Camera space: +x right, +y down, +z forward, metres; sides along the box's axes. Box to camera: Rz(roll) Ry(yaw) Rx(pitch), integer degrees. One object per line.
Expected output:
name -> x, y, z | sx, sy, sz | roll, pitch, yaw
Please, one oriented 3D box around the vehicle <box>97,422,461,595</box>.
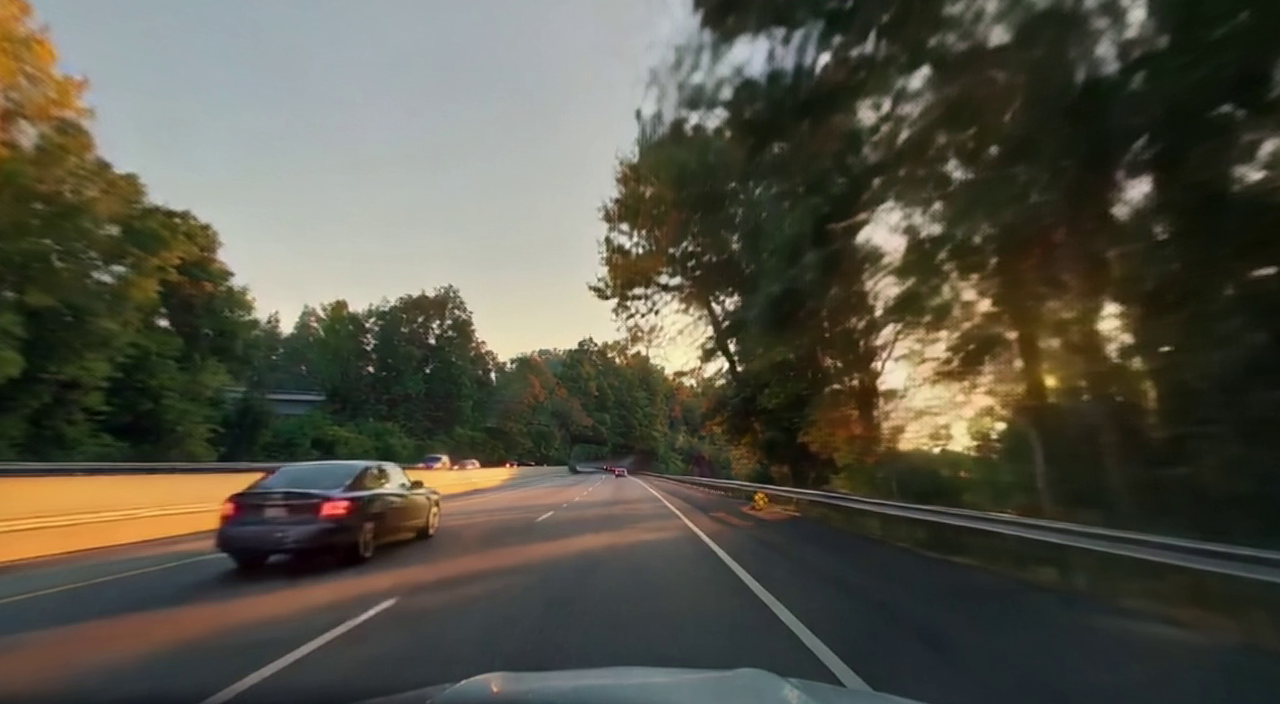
vehicle -> -4.484, 2.107, 9.157 | 2.286, 1.757, 5.057 | 1, -11, -1
